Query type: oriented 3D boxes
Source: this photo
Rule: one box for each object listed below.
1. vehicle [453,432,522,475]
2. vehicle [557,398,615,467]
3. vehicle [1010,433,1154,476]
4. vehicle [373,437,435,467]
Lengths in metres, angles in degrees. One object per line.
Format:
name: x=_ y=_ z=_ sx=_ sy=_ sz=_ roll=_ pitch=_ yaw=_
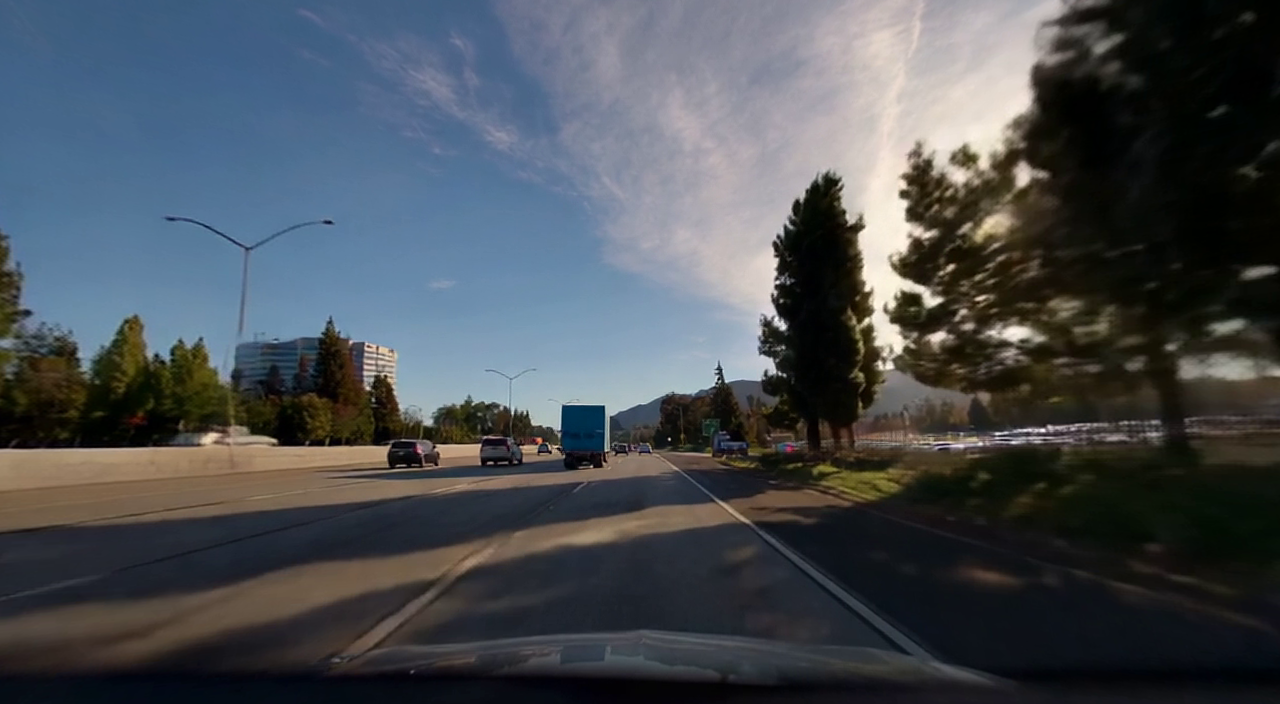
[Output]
vehicle: x=-6.974 y=4.678 z=29.375 sx=2.058 sy=1.840 sz=4.443 roll=0 pitch=-8 yaw=0
vehicle: x=-3.460 y=5.719 z=43.871 sx=2.905 sy=4.037 sz=12.921 roll=0 pitch=-8 yaw=0
vehicle: x=17.756 y=4.139 z=25.690 sx=2.022 sy=1.505 sz=4.786 roll=3 pitch=-9 yaw=-7
vehicle: x=-14.273 y=6.054 z=38.451 sx=1.997 sy=1.695 sz=4.492 roll=0 pitch=-8 yaw=1
